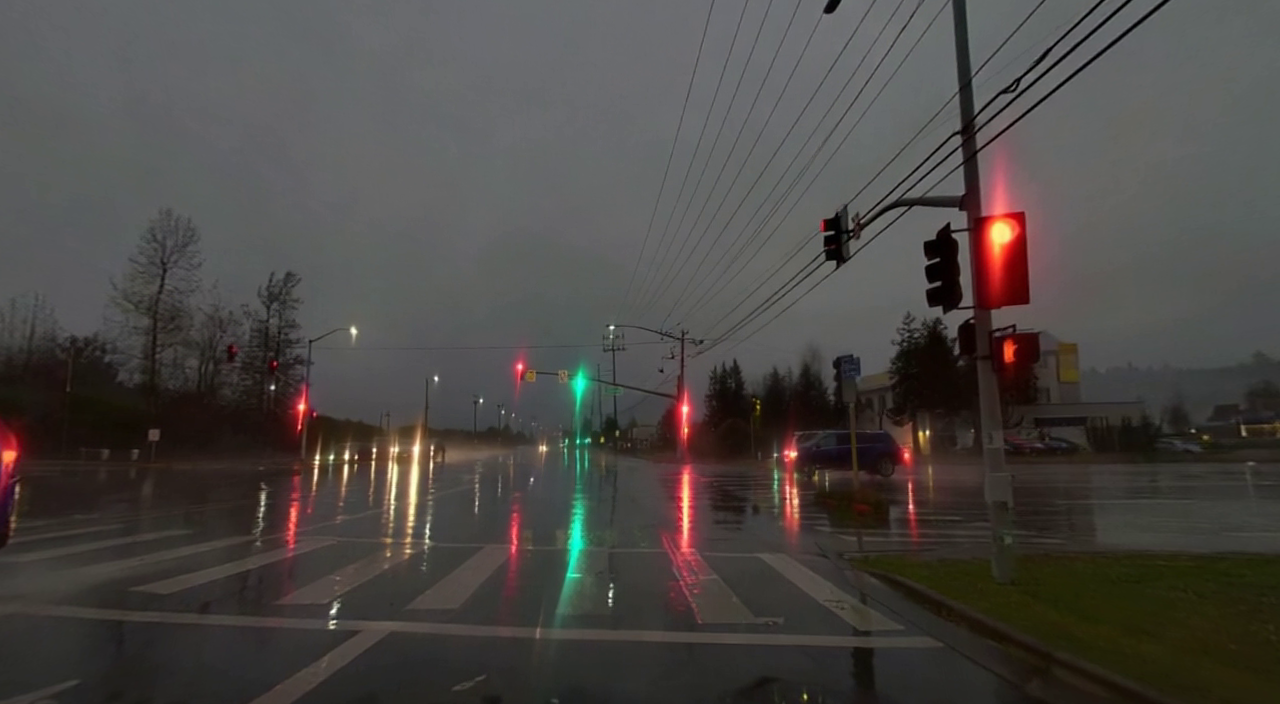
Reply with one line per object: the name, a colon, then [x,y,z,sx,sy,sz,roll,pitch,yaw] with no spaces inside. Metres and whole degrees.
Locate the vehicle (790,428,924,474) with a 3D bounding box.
vehicle: [8.698,4.029,25.719,4.884,1.714,2.021,-2,-9,12]
